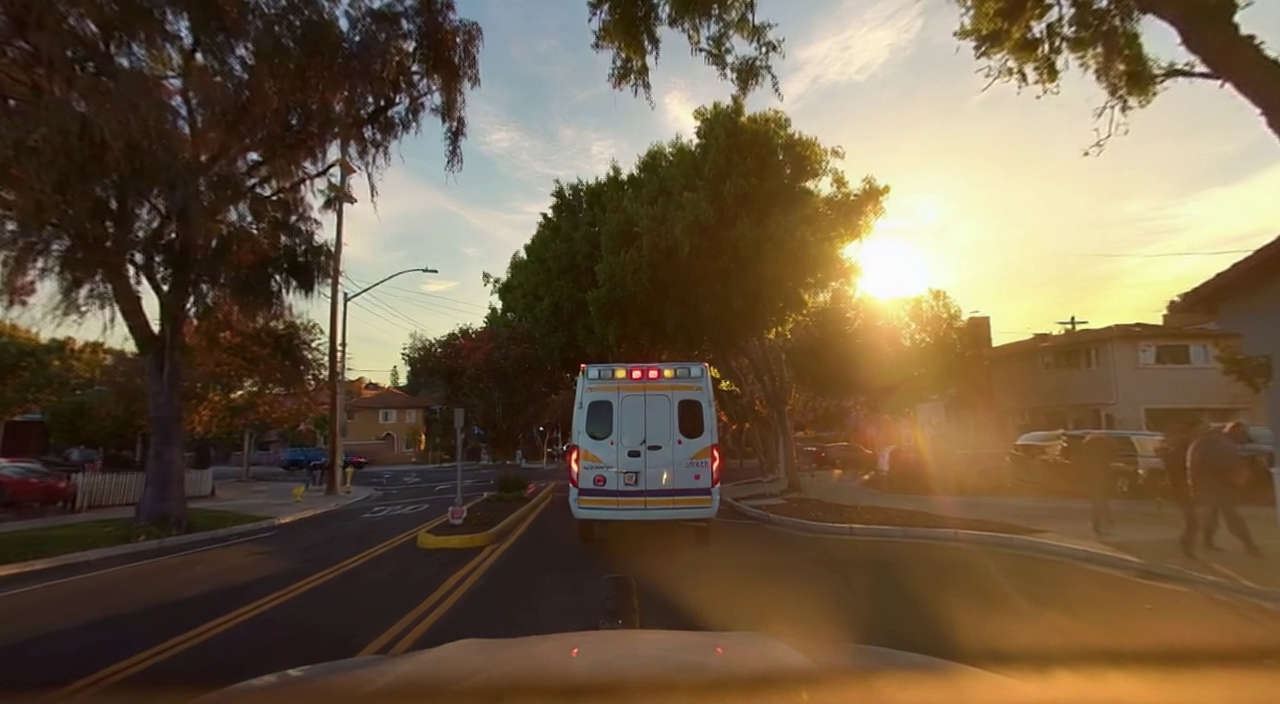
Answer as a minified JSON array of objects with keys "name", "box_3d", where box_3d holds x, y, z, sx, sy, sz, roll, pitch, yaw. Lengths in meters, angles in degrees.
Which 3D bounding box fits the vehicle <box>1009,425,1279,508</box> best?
[{"name":"vehicle","box_3d":[13.189,2.996,16.736,5.270,1.966,2.329,-2,-9,11]}]

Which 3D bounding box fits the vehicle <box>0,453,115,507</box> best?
[{"name":"vehicle","box_3d":[-18.738,3.768,18.798,4.412,1.468,1.914,0,-8,-3]}]

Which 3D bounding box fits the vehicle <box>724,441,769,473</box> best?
[{"name":"vehicle","box_3d":[6.600,6.414,38.875,2.056,1.810,4.502,-3,-9,17]}]

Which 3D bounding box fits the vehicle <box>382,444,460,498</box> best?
[{"name":"vehicle","box_3d":[-8.459,4.419,24.048,2.290,1.776,4.947,3,-9,-24]}]

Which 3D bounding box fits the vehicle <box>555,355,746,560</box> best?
[{"name":"vehicle","box_3d":[0.142,1.753,10.995,2.444,2.640,5.482,0,-8,0]}]
